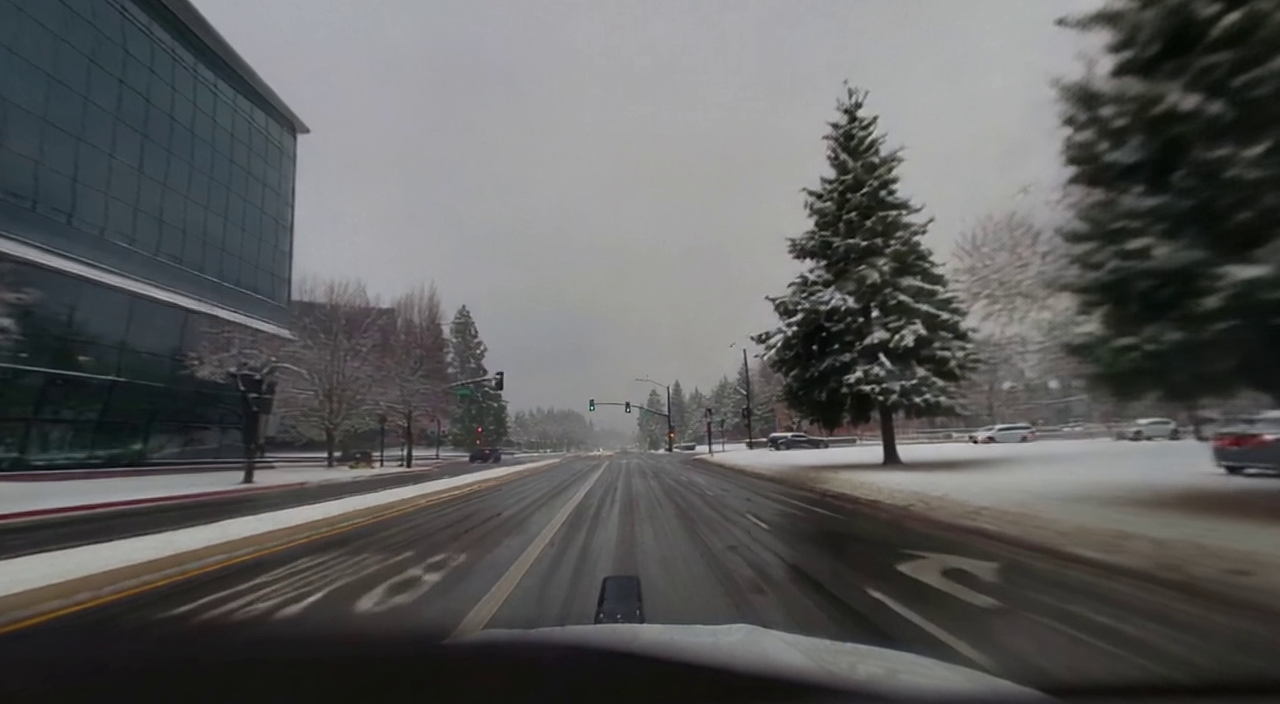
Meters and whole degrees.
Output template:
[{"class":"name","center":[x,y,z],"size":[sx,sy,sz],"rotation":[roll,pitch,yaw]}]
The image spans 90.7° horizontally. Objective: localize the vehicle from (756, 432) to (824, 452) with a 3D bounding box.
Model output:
[{"class":"vehicle","center":[11.575,6.958,49.067],"size":[4.670,1.476,2.042],"rotation":[0,-8,-1]}]

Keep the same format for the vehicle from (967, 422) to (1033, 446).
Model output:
[{"class":"vehicle","center":[24.225,5.588,42.739],"size":[1.859,1.453,4.076],"rotation":[0,-9,-2]}]

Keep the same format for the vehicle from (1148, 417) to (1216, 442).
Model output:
[{"class":"vehicle","center":[36.917,5.269,43.204],"size":[1.675,1.498,3.589],"rotation":[1,-4,3]}]
